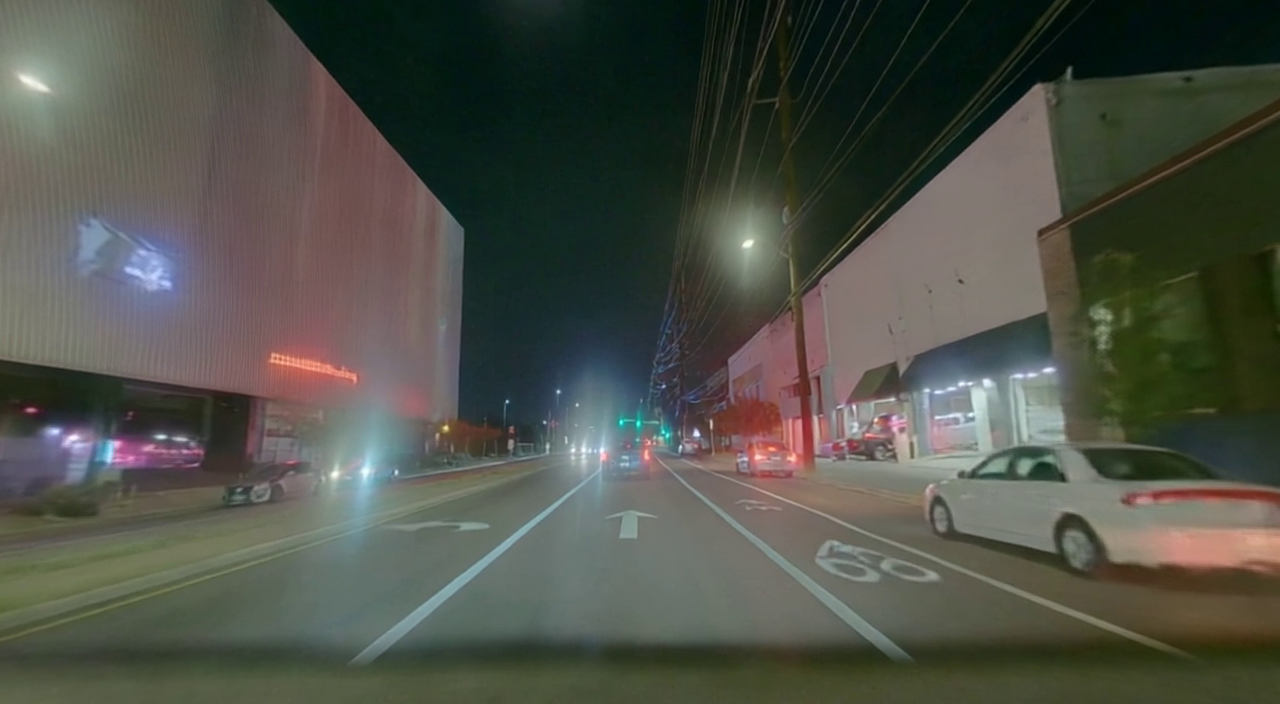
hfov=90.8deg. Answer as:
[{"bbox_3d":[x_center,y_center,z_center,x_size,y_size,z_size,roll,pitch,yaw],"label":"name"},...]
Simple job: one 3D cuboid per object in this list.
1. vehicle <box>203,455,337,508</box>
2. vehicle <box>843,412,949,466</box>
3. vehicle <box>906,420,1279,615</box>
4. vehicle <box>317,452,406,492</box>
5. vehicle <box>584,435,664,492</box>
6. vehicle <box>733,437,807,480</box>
[{"bbox_3d":[-11.798,4.127,20.566,1.828,1.457,4.371,0,-8,-2],"label":"vehicle"},{"bbox_3d":[11.103,3.843,28.023,2.329,2.145,5.841,0,-8,1],"label":"vehicle"},{"bbox_3d":[5.072,1.595,7.170,1.987,1.459,4.677,0,-8,-1],"label":"vehicle"},{"bbox_3d":[-11.637,5.009,26.739,1.817,1.480,4.282,0,-8,0],"label":"vehicle"},{"bbox_3d":[-0.445,3.259,18.804,2.116,1.479,3.980,0,-8,-1],"label":"vehicle"},{"bbox_3d":[5.112,4.253,25.508,1.937,1.523,4.541,0,-8,-1],"label":"vehicle"}]
